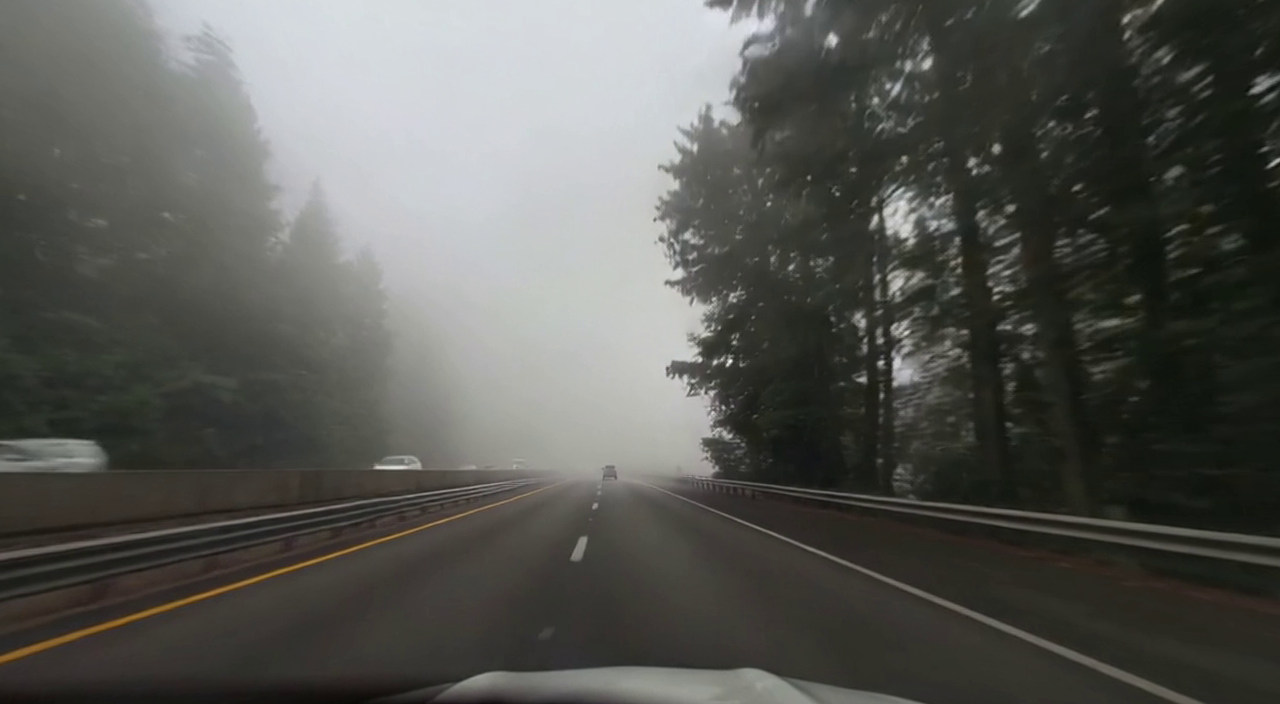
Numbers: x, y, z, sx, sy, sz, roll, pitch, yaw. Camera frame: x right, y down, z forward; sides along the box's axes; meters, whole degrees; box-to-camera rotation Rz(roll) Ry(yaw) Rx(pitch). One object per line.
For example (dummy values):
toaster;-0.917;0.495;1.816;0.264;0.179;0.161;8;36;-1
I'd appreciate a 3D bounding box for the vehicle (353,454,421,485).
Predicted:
vehicle;-12.557;5.871;31.503;1.839;1.411;4.139;1;-11;-3
